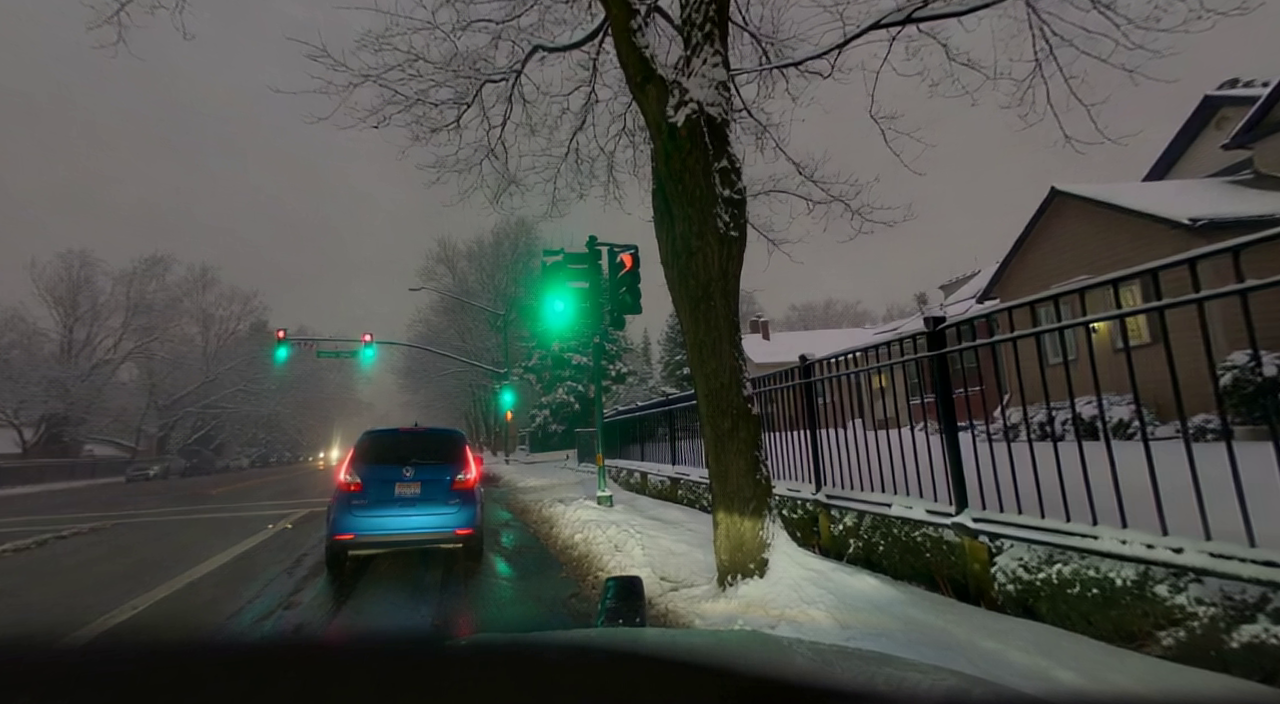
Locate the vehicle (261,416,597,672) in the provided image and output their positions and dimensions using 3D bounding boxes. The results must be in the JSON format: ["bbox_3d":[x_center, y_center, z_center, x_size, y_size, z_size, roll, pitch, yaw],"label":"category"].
[{"bbox_3d":[-1.834,1.448,5.881,2.024,1.502,3.702,3,-9,-18],"label":"vehicle"}]

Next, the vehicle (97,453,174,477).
[{"bbox_3d":[-37.411,8.393,46.946,3.959,1.680,1.785,2,-9,-12],"label":"vehicle"}]
